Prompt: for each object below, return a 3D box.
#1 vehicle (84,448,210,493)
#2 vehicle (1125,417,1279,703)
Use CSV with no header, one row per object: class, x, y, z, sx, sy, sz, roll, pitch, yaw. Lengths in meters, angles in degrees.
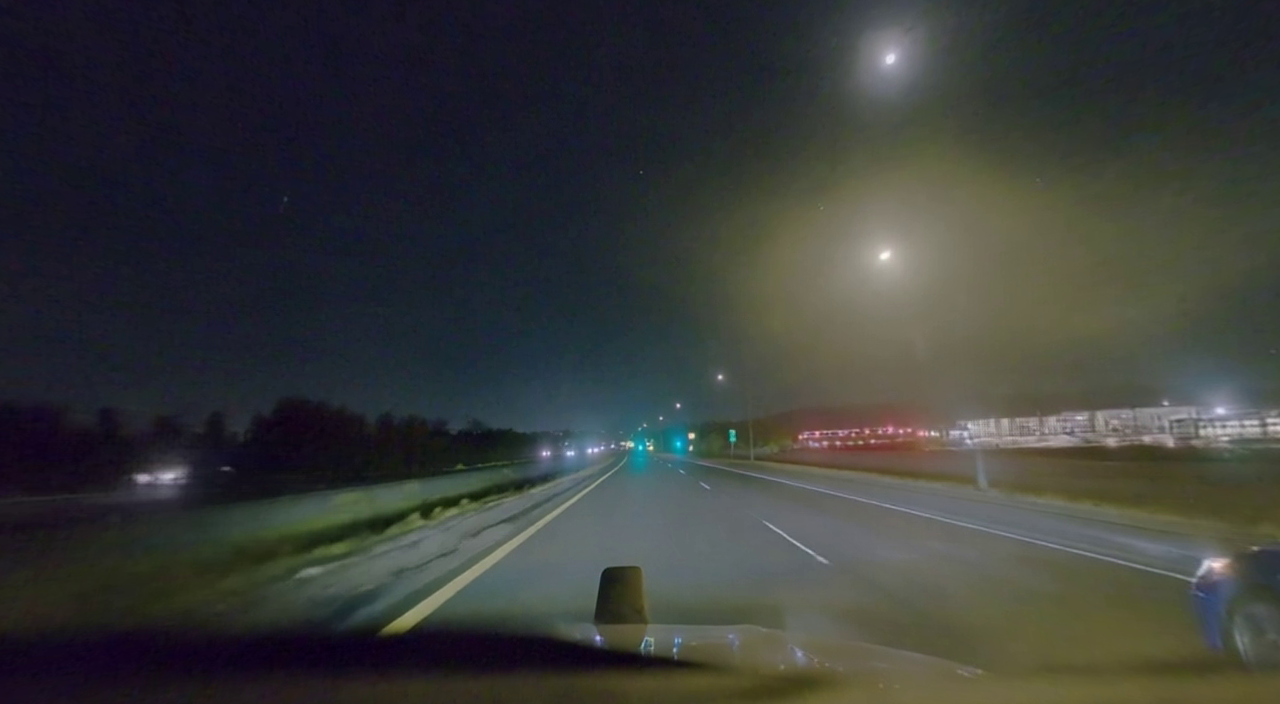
vehicle,-20.590,4.927,26.591,1.908,1.668,4.092,-1,-8,1
vehicle,4.224,0.851,1.676,2.053,1.490,4.799,-1,-8,0
